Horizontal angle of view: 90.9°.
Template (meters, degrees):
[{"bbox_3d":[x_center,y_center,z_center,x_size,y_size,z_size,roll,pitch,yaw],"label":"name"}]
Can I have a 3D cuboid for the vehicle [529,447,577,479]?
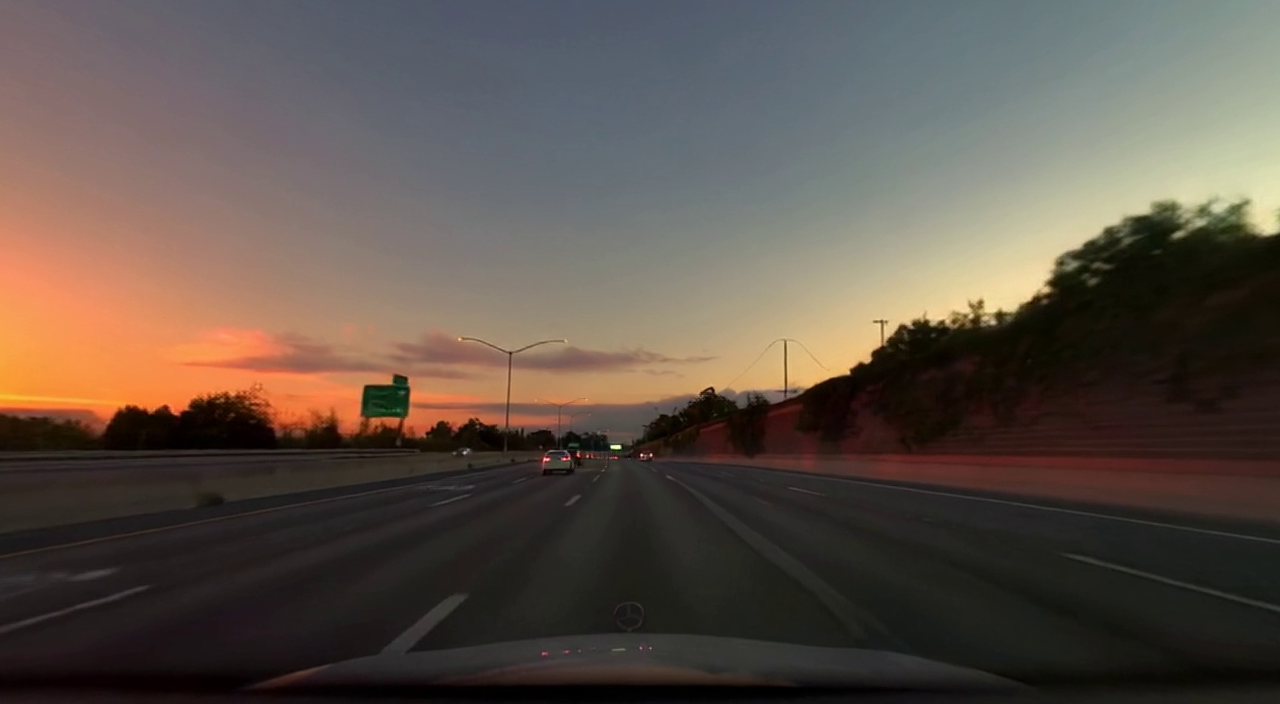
[{"bbox_3d":[-4.389,5.670,32.466,2.014,1.481,4.156,0,-9,-2],"label":"vehicle"}]
